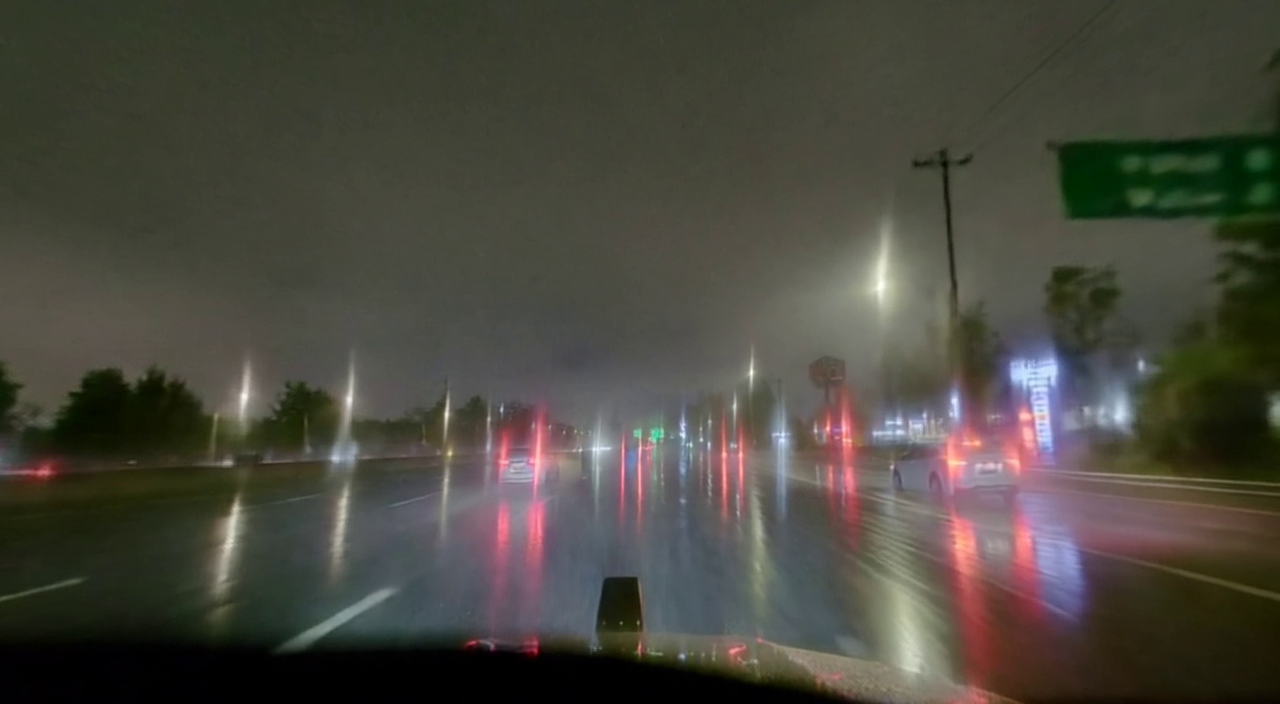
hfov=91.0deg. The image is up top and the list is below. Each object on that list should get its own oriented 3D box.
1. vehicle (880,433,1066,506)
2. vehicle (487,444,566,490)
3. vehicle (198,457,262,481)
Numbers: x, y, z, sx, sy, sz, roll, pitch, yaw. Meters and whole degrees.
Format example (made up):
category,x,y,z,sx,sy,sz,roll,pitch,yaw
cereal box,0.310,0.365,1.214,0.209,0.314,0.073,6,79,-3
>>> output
category,x,y,z,sx,sy,sz,roll,pitch,yaw
vehicle,8.236,2.966,16.355,2.035,1.566,5.409,0,-9,2
vehicle,-4.140,4.278,23.686,2.071,1.553,4.388,0,-9,1
vehicle,-29.389,8.386,45.272,1.790,1.522,4.123,0,-9,0
